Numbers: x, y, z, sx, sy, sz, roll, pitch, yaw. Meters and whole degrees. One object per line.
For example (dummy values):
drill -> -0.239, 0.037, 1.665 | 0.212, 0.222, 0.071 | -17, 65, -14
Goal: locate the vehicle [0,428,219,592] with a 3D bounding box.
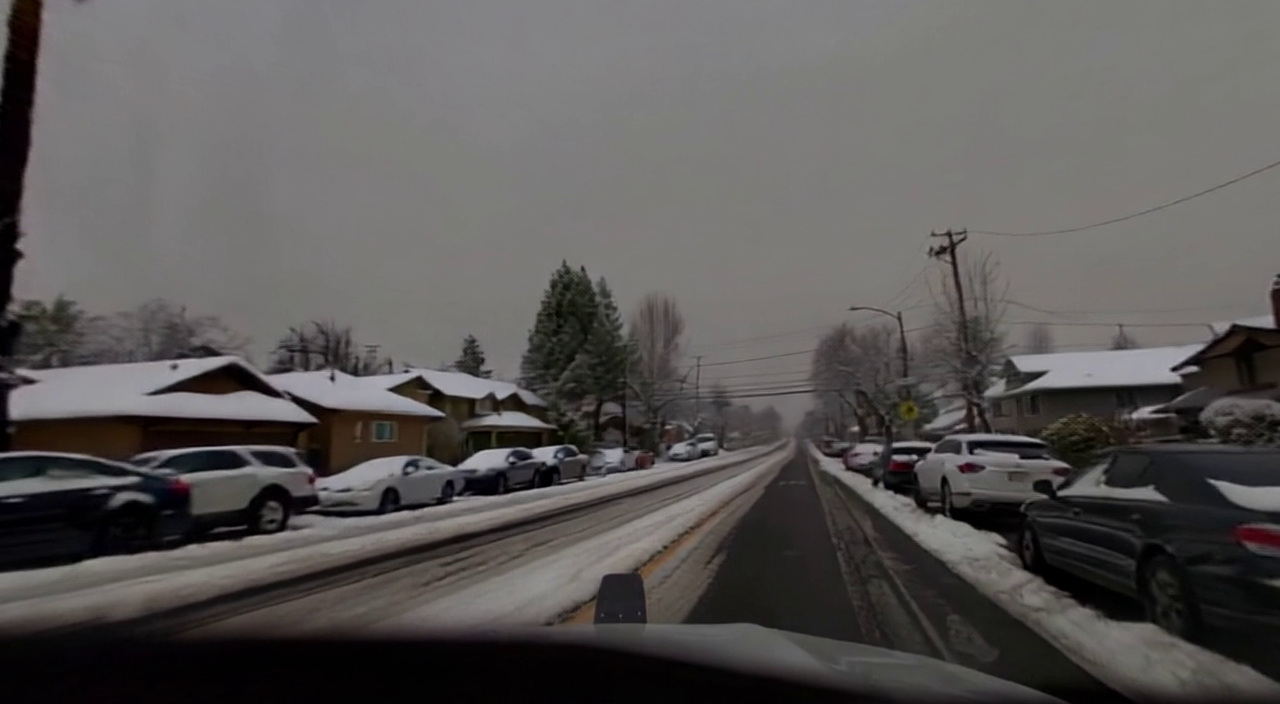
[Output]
vehicle -> -8.404, 1.855, 7.800 | 4.866, 1.752, 1.998 | 0, -8, -4

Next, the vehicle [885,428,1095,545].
vehicle -> 5.978, 2.296, 11.525 | 2.016, 1.670, 4.372 | -2, -8, 11

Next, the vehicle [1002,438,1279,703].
vehicle -> 4.589, 1.418, 4.914 | 2.001, 1.461, 4.492 | -3, -9, 16
